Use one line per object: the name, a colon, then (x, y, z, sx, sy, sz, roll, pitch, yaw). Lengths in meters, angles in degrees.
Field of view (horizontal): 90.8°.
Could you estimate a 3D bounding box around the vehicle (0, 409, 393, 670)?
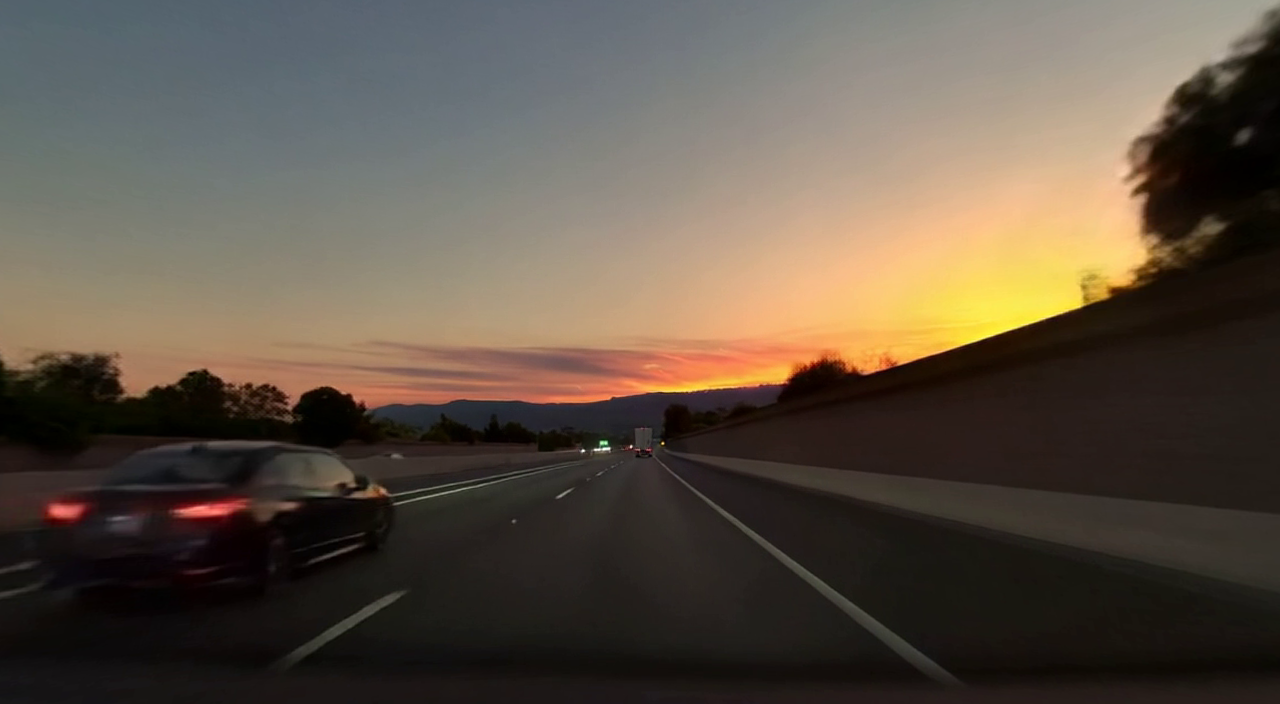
vehicle: (-3.949, 1.418, 5.749, 1.880, 1.569, 3.714, 0, -9, 0)
